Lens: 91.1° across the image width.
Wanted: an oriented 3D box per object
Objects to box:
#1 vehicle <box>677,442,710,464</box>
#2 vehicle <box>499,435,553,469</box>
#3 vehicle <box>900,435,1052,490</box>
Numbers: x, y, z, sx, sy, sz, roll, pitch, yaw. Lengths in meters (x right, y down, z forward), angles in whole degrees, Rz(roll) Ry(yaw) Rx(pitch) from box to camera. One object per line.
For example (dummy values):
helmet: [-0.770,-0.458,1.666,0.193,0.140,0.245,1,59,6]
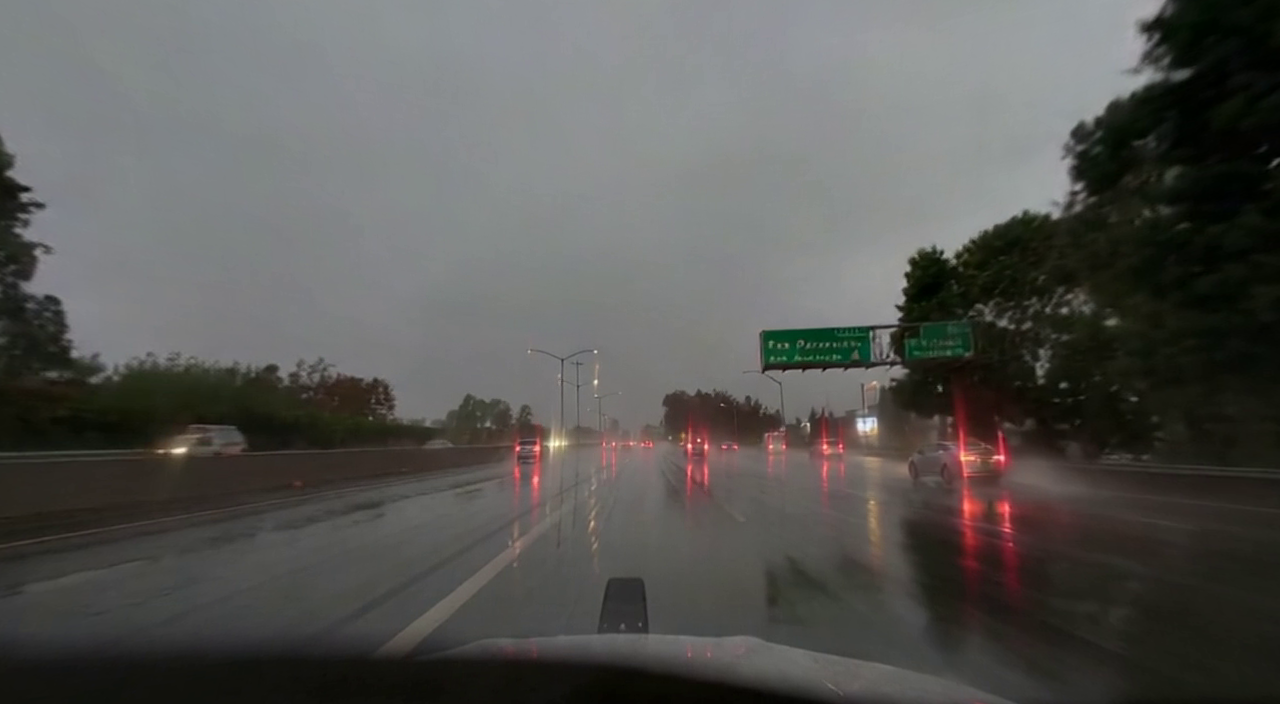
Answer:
vehicle: [3.636,6.956,43.496,1.950,1.453,3.378,0,-9,-1]
vehicle: [-6.332,5.621,35.426,2.091,1.746,4.437,0,-9,1]
vehicle: [10.176,3.373,19.553,1.979,1.467,4.839,0,-9,-1]
